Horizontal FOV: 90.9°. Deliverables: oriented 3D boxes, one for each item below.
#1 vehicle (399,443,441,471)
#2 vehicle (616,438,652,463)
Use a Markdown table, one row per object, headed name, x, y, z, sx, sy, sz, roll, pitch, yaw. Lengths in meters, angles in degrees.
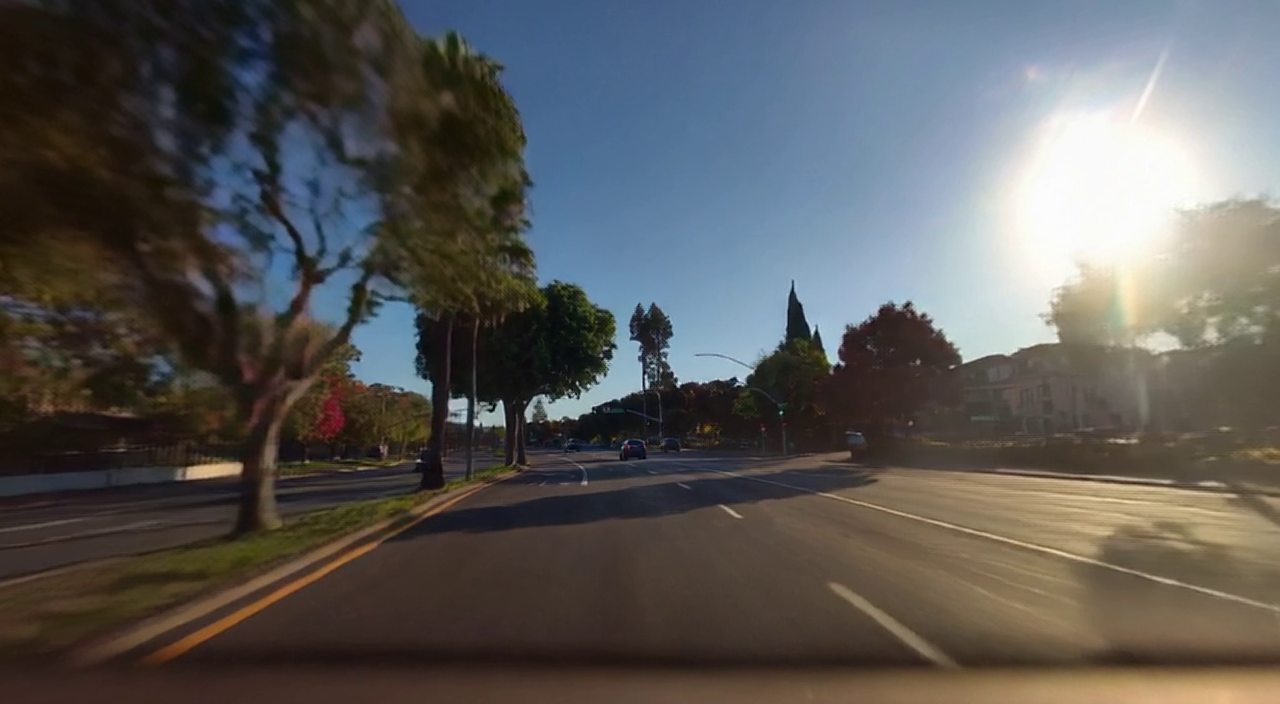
| name | x | y | z | sx | sy | sz | roll | pitch | yaw |
| --- | --- | --- | --- | --- | --- | --- | --- | --- | --- |
| vehicle | -16.314 | 7.773 | 46.919 | 2.124 | 1.844 | 4.520 | -2 | -8 | -8 |
| vehicle | -0.508 | 7.566 | 48.710 | 2.046 | 1.818 | 4.603 | 1 | -9 | -10 |
